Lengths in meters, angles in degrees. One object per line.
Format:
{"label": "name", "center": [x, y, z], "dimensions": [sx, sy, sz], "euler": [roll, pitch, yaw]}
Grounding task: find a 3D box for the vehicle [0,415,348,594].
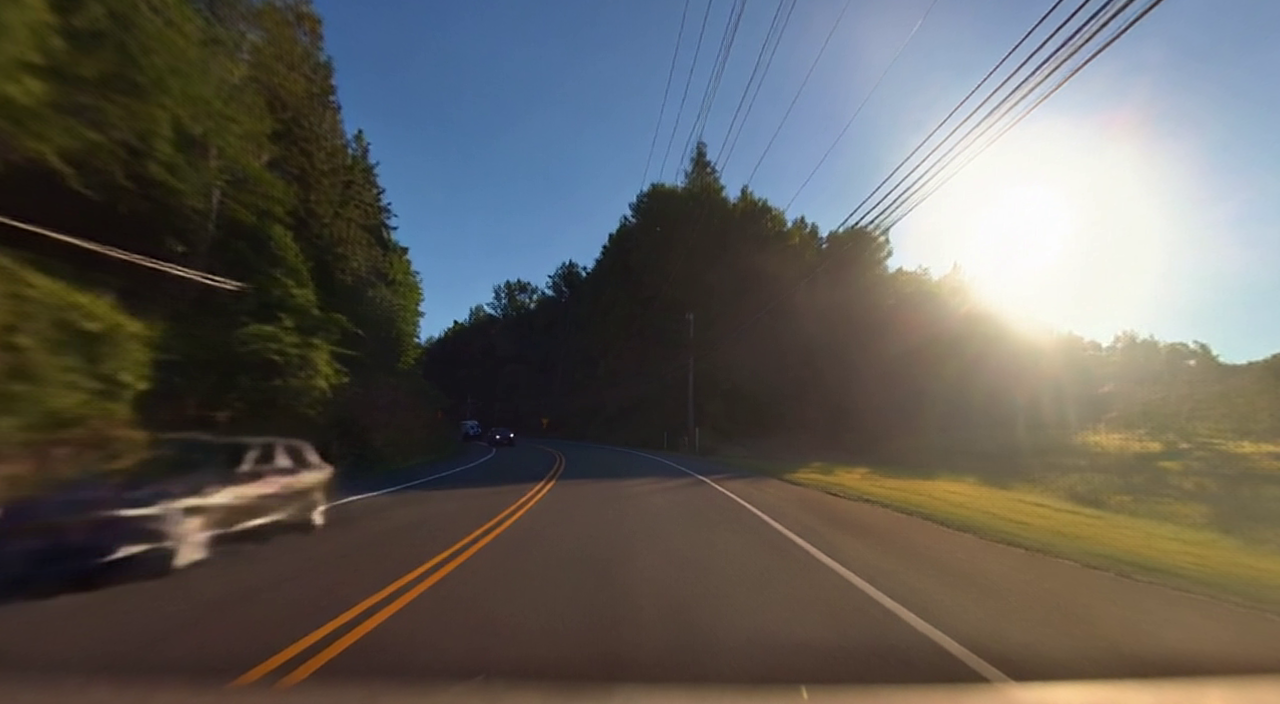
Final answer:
{"label": "vehicle", "center": [-5.422, 1.576, 7.419], "dimensions": [2.060, 1.466, 4.263], "euler": [0, -8, -2]}
